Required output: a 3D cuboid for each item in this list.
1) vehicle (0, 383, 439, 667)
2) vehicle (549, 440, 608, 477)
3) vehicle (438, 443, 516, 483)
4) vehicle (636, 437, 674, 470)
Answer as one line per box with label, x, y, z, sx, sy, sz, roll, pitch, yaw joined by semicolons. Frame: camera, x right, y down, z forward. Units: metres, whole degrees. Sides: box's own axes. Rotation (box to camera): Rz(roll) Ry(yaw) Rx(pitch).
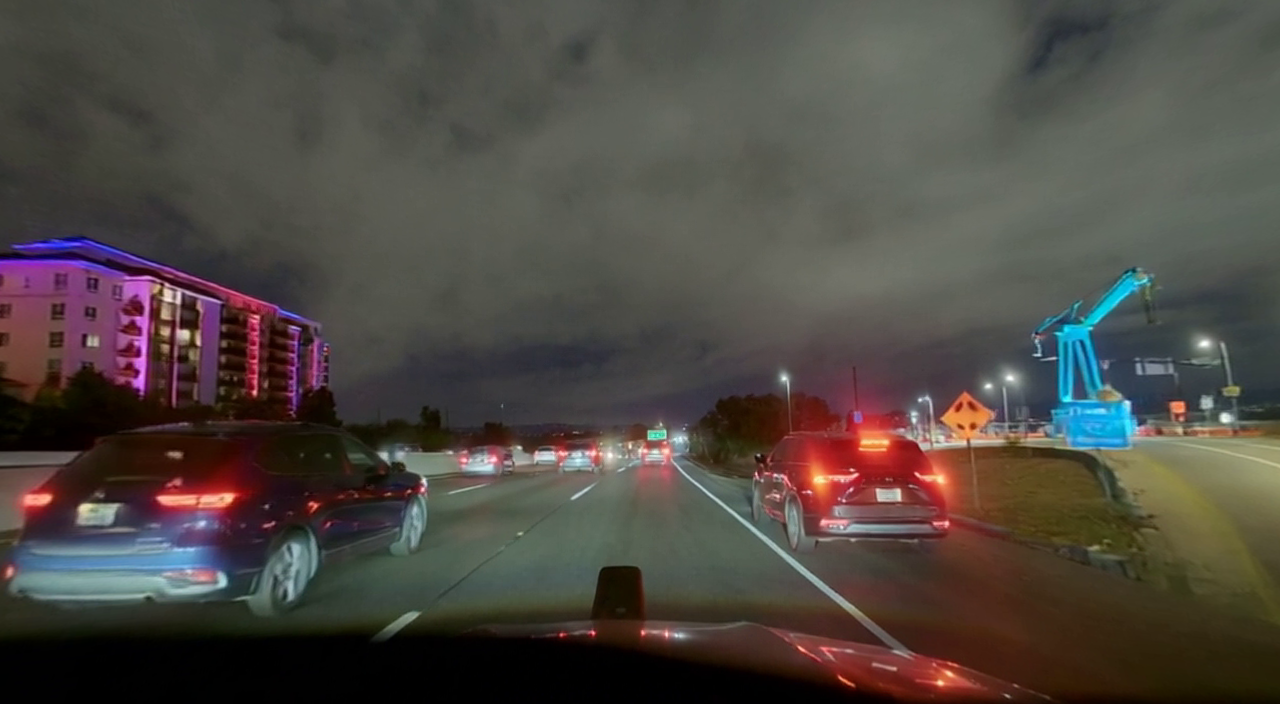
vehicle;-3.747;1.371;6.106;2.045;1.710;4.382;0;-8;1
vehicle;-2.857;5.087;30.359;2.109;1.657;4.554;0;-9;3
vehicle;-6.754;4.628;26.577;1.959;1.486;4.460;0;-9;2
vehicle;0.866;5.986;37.313;2.116;1.763;4.352;0;-9;1
